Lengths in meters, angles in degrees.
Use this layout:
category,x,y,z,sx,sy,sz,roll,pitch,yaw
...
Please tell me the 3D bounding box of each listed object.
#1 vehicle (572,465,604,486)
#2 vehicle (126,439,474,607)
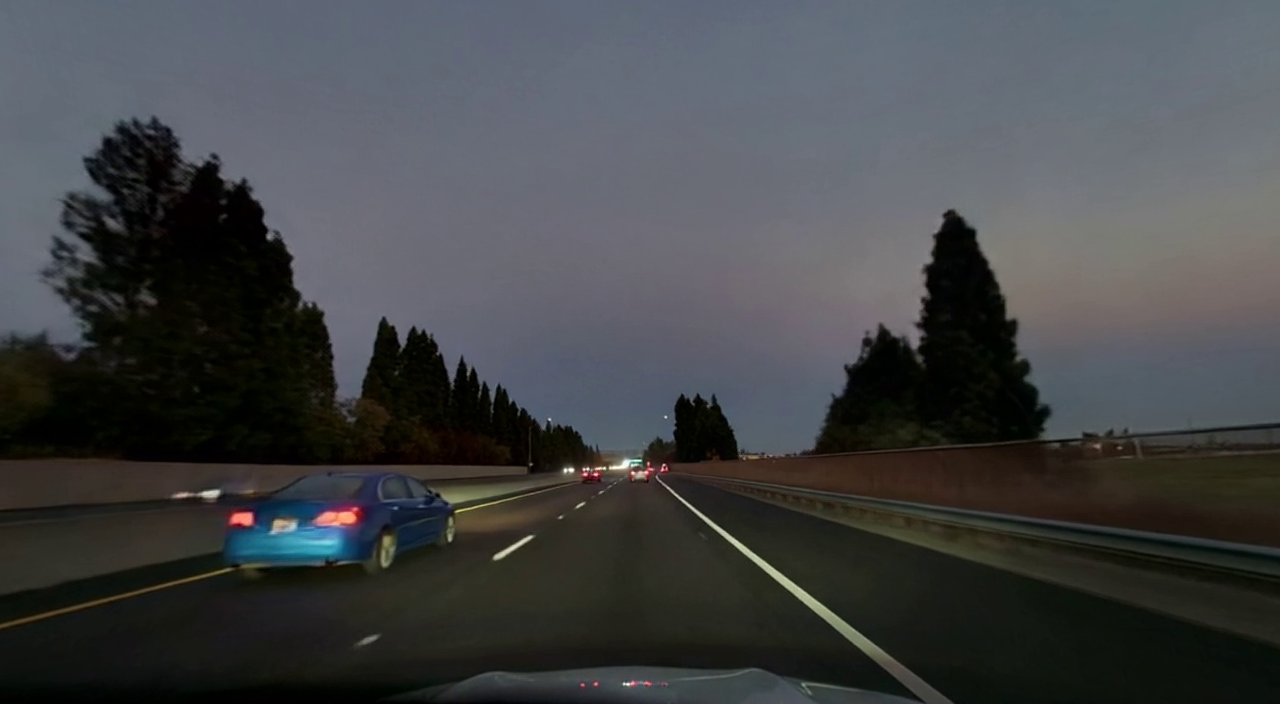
category,x,y,z,sx,sy,sz,roll,pitch,yaw
vehicle,-4.044,9.717,49.646,2.109,1.532,4.234,1,-11,0
vehicle,-3.758,2.009,8.113,2.047,1.523,4.279,1,-11,0
